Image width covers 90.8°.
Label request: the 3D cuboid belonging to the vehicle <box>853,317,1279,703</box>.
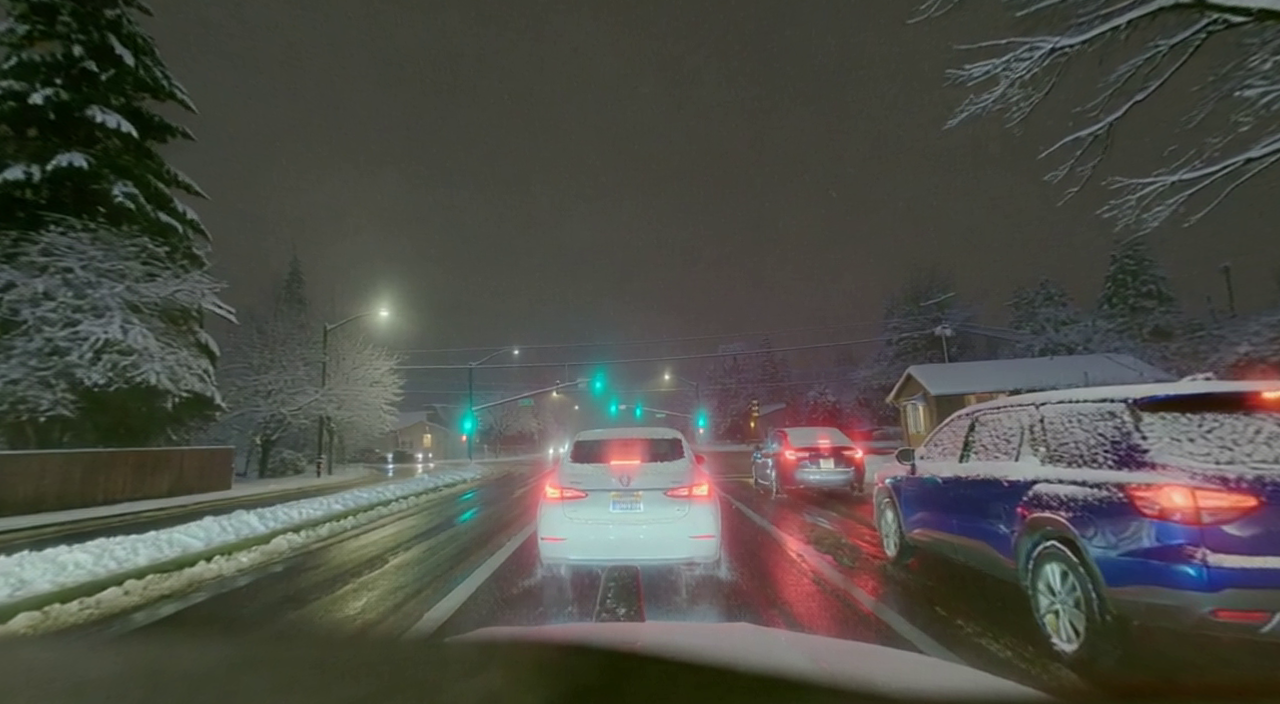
[{"bbox_3d":[3.356,1.041,4.650,2.006,1.766,4.345,0,-8,0],"label":"vehicle"}]

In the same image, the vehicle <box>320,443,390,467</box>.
[{"bbox_3d":[-19.917,7.181,44.196,3.957,1.630,1.881,0,-8,0],"label":"vehicle"}]

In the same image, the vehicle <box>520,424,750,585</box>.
[{"bbox_3d":[-0.101,1.762,8.158,2.186,1.500,4.141,0,-8,-1],"label":"vehicle"}]

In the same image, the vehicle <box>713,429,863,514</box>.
[{"bbox_3d":[2.947,2.496,13.745,1.971,1.517,4.521,0,-8,-3],"label":"vehicle"}]

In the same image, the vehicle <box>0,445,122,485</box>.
[{"bbox_3d":[-22.536,4.279,24.085,4.092,1.438,1.639,0,-8,1],"label":"vehicle"}]
